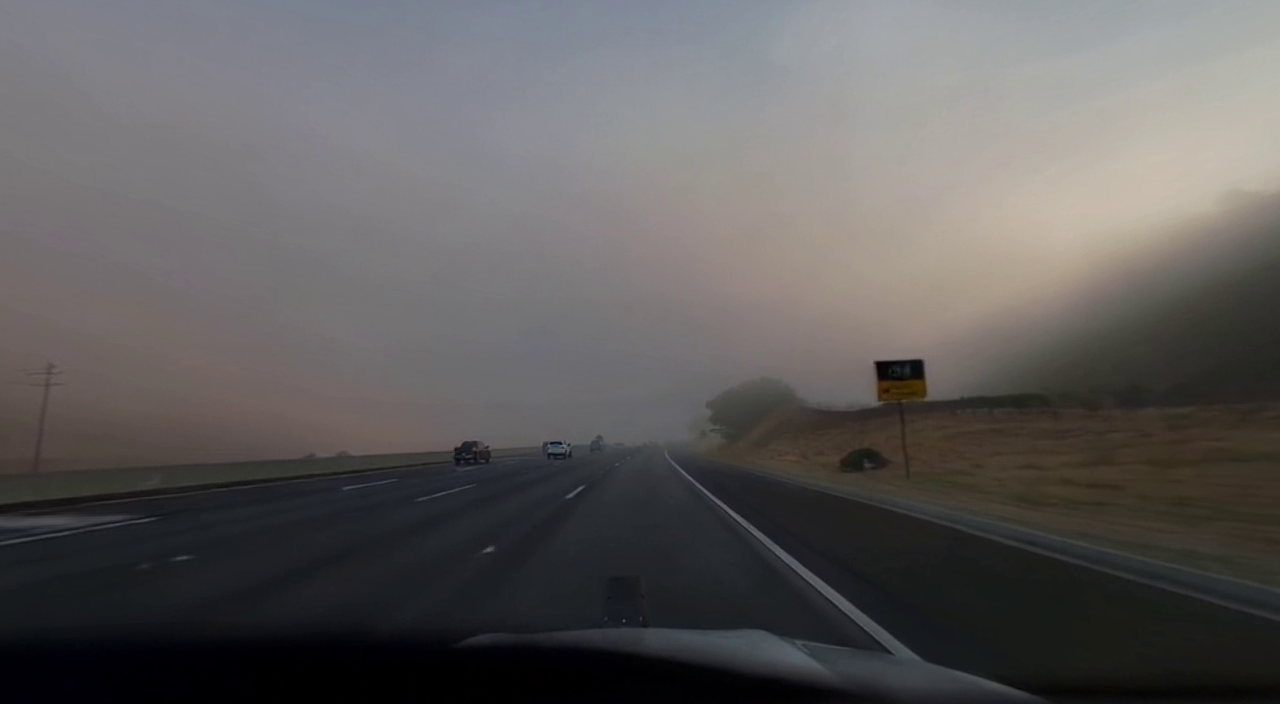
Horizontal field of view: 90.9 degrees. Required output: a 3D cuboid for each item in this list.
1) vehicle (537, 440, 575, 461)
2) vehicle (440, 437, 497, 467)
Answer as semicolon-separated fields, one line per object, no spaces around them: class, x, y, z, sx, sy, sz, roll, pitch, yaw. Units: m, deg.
vehicle;-6.333;7.464;47.945;2.107;1.484;4.449;0;-9;2
vehicle;-10.401;6.074;38.547;2.122;1.695;4.437;0;-9;2
